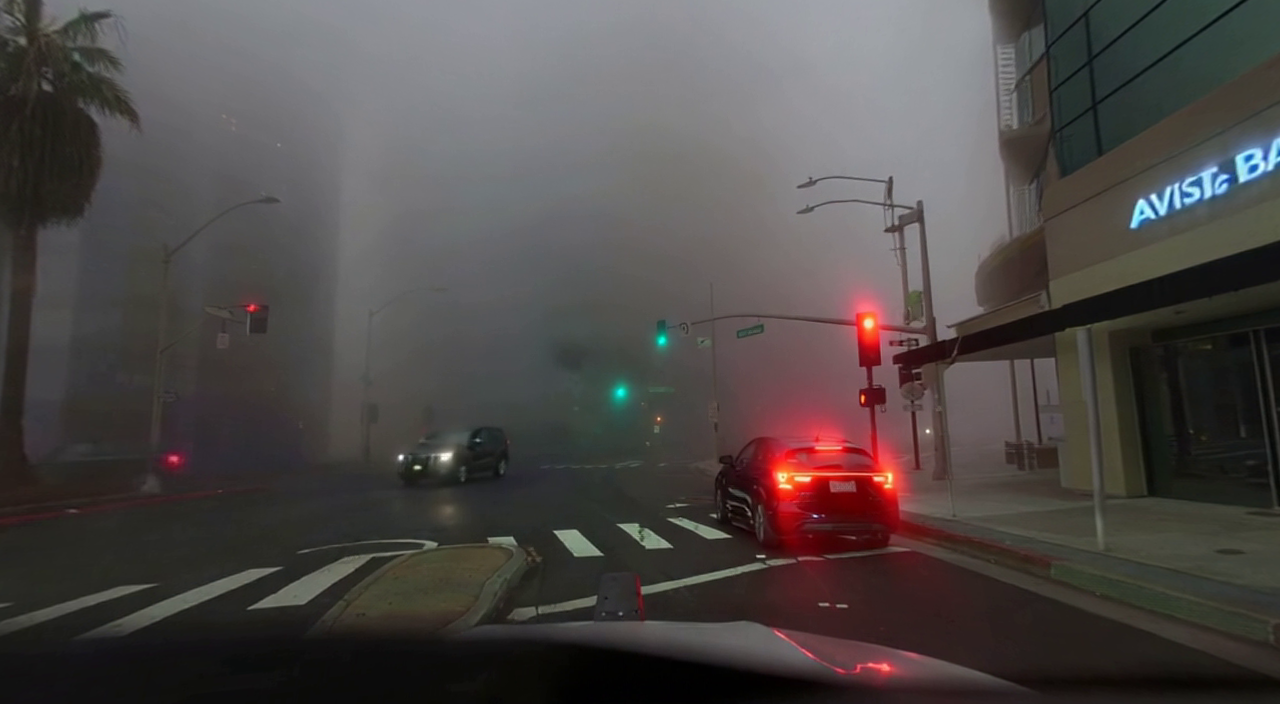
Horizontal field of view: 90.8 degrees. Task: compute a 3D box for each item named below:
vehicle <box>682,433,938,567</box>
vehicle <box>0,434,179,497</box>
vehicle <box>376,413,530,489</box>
[{"bbox_3d":[2.101,2.001,9.509,2.090,1.466,4.676,1,-8,-7],"label":"vehicle"},{"bbox_3d":[-18.557,3.631,20.646,2.029,1.822,5.090,-6,-10,35],"label":"vehicle"},{"bbox_3d":[-5.407,3.004,19.395,2.190,1.964,5.614,-2,-8,10],"label":"vehicle"}]
